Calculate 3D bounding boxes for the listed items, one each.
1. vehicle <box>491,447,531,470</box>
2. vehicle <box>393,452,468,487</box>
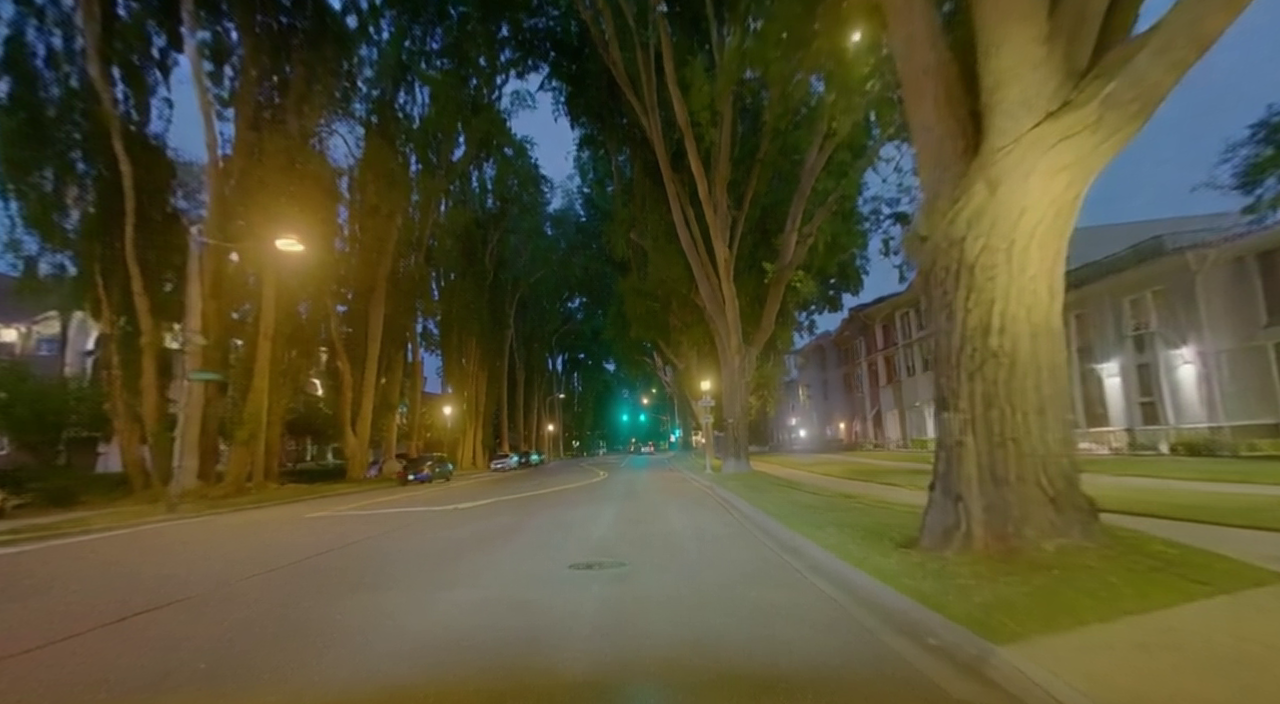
[{"bbox_3d":[-10.074,8.313,49.469,1.995,1.657,4.609,-1,-8,3],"label":"vehicle"},{"bbox_3d":[-9.881,5.558,30.176,1.892,1.484,4.576,0,-8,2],"label":"vehicle"}]
